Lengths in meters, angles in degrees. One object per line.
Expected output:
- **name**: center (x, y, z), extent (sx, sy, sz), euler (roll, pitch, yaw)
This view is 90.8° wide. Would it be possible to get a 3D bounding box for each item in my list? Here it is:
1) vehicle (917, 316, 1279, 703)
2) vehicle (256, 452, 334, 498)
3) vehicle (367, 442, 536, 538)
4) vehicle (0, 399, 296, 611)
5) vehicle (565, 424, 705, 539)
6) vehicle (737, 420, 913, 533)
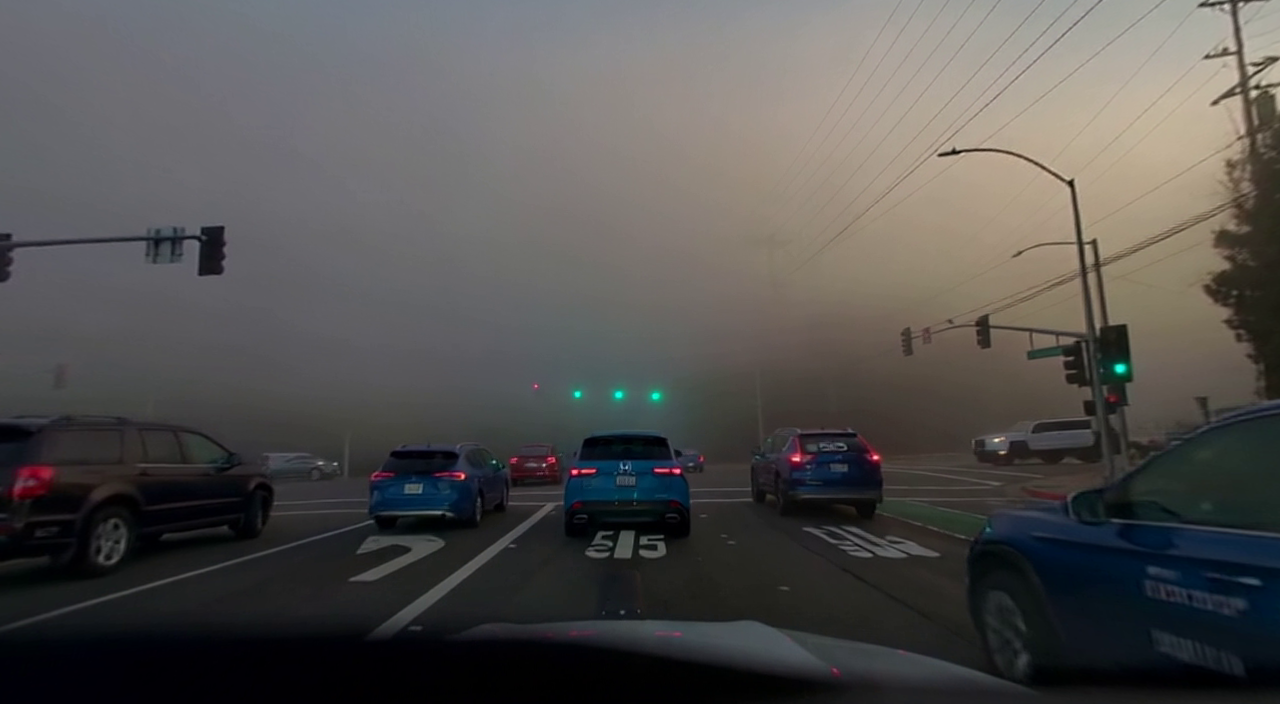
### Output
- **vehicle**: center (2.756, 0.727, 1.632), extent (2.034, 1.655, 4.465), euler (0, -9, 0)
- **vehicle**: center (-12.803, 4.527, 23.699), extent (1.974, 1.491, 4.450), euler (4, -9, -22)
- **vehicle**: center (-3.293, 2.489, 12.079), extent (1.881, 1.466, 4.484), euler (0, -9, 0)
- **vehicle**: center (-6.553, 1.652, 7.666), extent (2.116, 1.812, 4.609), euler (0, -9, 0)
- **vehicle**: center (-0.069, 2.268, 11.627), extent (2.111, 1.712, 4.078), euler (0, -9, 0)
- **vehicle**: center (3.320, 2.355, 12.479), extent (1.999, 1.789, 4.583), euler (0, -9, -1)
